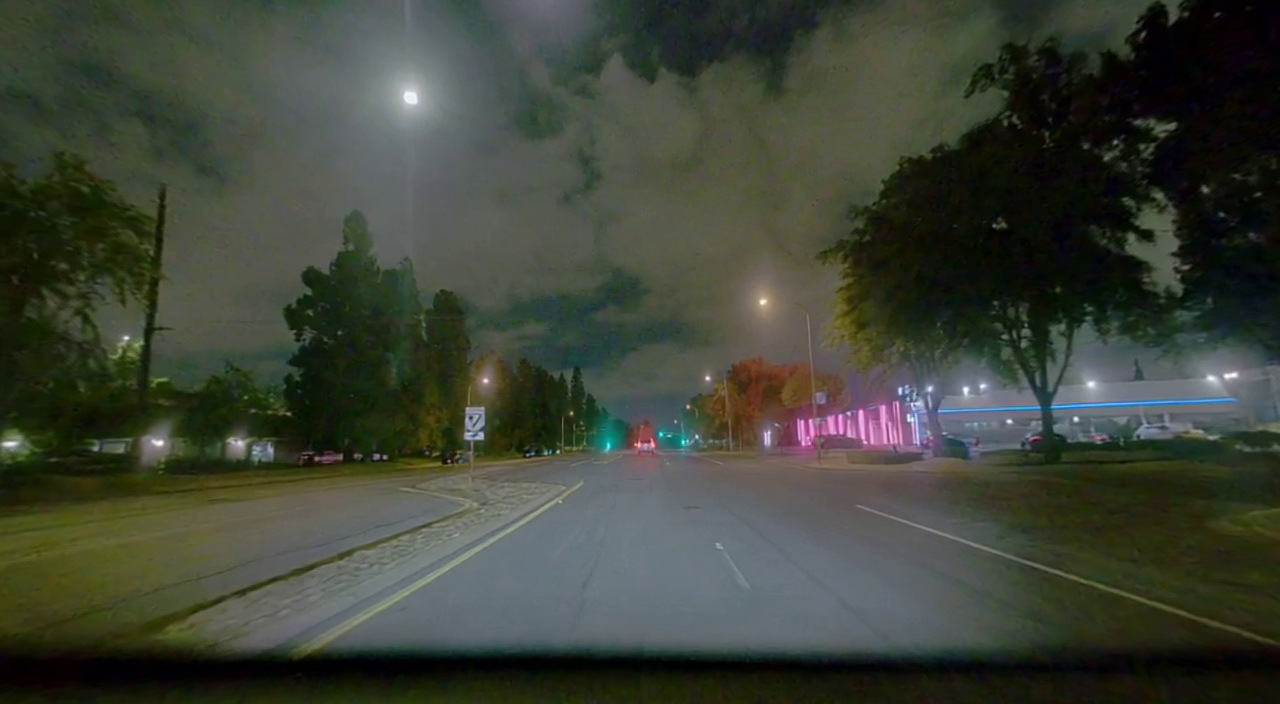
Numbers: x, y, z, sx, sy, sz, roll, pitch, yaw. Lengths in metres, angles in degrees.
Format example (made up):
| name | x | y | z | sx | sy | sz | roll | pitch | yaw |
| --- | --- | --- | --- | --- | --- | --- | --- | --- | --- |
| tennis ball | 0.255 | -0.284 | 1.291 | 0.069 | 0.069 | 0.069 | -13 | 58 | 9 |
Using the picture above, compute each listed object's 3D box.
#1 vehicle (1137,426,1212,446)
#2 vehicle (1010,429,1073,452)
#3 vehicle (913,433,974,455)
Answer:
| name | x | y | z | sx | sy | sz | roll | pitch | yaw |
| --- | --- | --- | --- | --- | --- | --- | --- | --- | --- |
| vehicle | 42.149 | 6.671 | 49.821 | 1.921 | 1.510 | 4.683 | 0 | -8 | 2 |
| vehicle | 29.937 | 6.627 | 47.114 | 1.854 | 1.604 | 4.333 | 0 | -8 | 0 |
| vehicle | 22.474 | 6.844 | 46.920 | 2.009 | 1.533 | 5.047 | 0 | -8 | 0 |
